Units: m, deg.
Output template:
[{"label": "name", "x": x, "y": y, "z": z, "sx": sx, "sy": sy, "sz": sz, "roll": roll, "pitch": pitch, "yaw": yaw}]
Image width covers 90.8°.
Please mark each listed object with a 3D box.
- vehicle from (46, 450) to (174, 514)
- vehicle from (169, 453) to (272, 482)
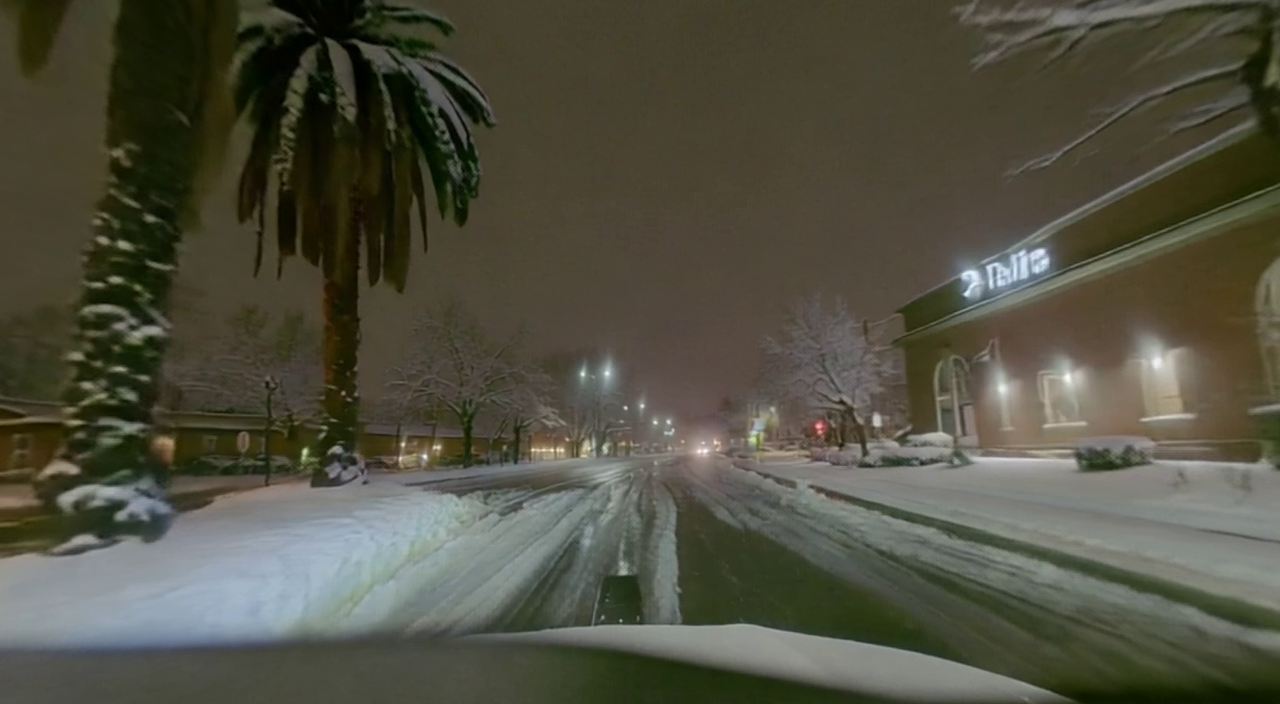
[{"label": "vehicle", "x": -17.749, "y": 4.250, "z": 21.107, "sx": 4.651, "sy": 1.863, "sz": 2.174, "roll": -7, "pitch": -11, "yaw": 37}, {"label": "vehicle", "x": -27.311, "y": 7.513, "z": 41.224, "sx": 5.193, "sy": 1.830, "sz": 2.049, "roll": 0, "pitch": -9, "yaw": 0}]
